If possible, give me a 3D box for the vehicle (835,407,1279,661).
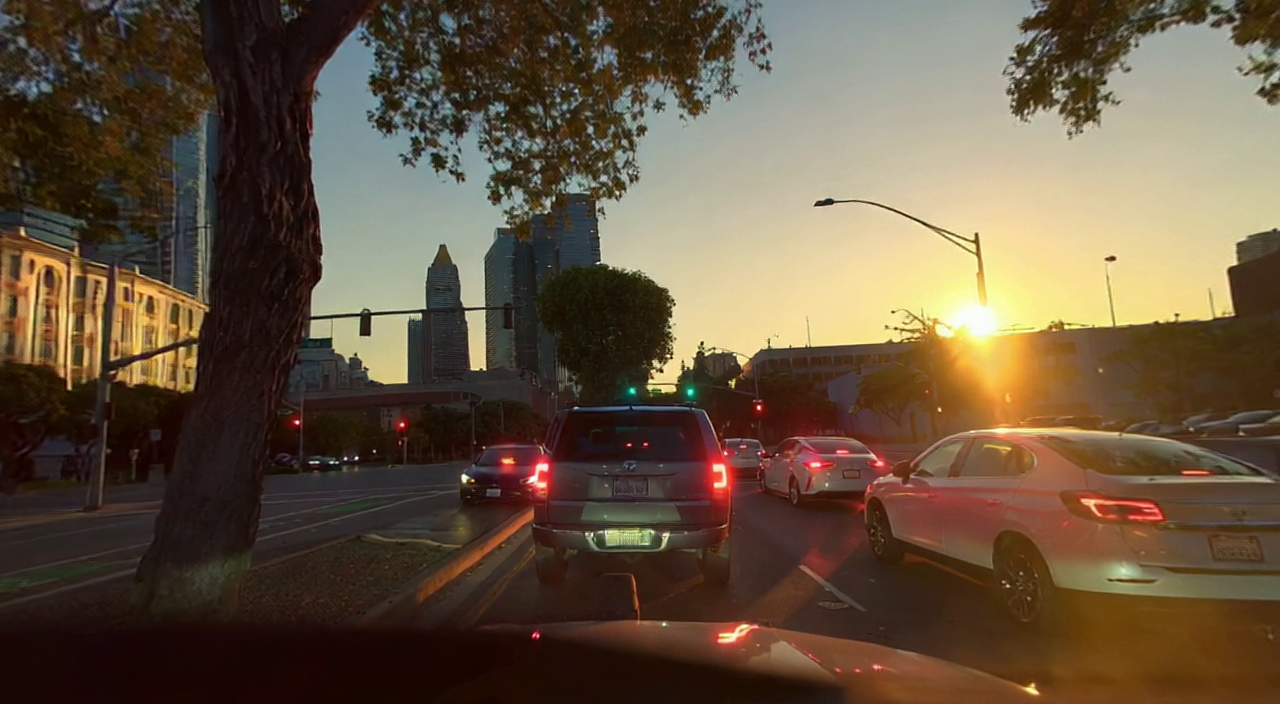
[{"bbox_3d":[3.639,1.407,6.063,1.995,1.483,4.533,0,-8,-1],"label":"vehicle"}]

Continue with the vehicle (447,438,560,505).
[{"bbox_3d":[-3.315,2.984,16.210,1.913,1.464,4.276,0,-8,0],"label":"vehicle"}]

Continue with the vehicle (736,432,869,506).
[{"bbox_3d":[3.639,2.702,15.052,1.940,1.474,4.234,0,-8,-1],"label":"vehicle"}]

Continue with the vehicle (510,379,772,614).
[{"bbox_3d":[-0.041,1.453,7.261,2.038,1.819,4.505,0,-8,-1],"label":"vehicle"}]
